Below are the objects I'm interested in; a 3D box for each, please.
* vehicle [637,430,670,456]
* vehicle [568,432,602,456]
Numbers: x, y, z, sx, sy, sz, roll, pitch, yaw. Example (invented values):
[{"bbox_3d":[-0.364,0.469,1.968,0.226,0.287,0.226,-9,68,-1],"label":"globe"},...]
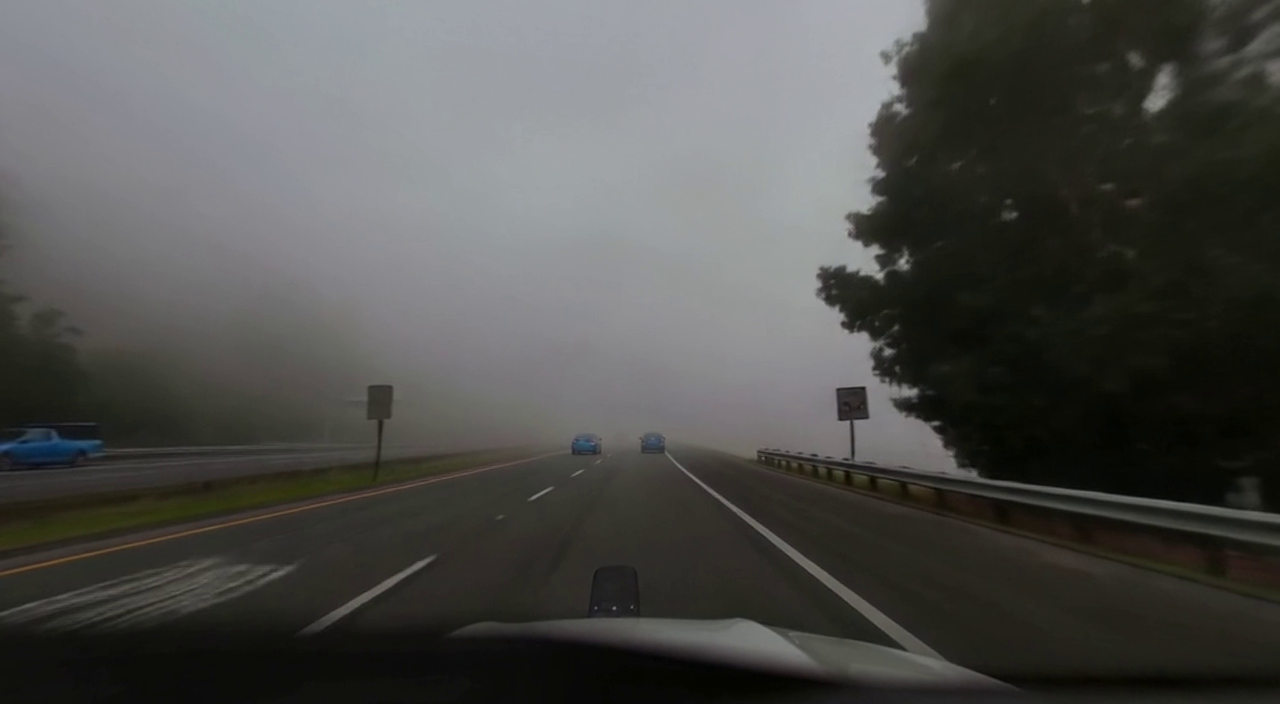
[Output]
[{"bbox_3d":[0.840,5.842,40.635,2.041,1.618,3.898,0,-8,0],"label":"vehicle"},{"bbox_3d":[-3.671,6.181,42.456,1.950,1.518,3.941,0,-8,0],"label":"vehicle"}]
